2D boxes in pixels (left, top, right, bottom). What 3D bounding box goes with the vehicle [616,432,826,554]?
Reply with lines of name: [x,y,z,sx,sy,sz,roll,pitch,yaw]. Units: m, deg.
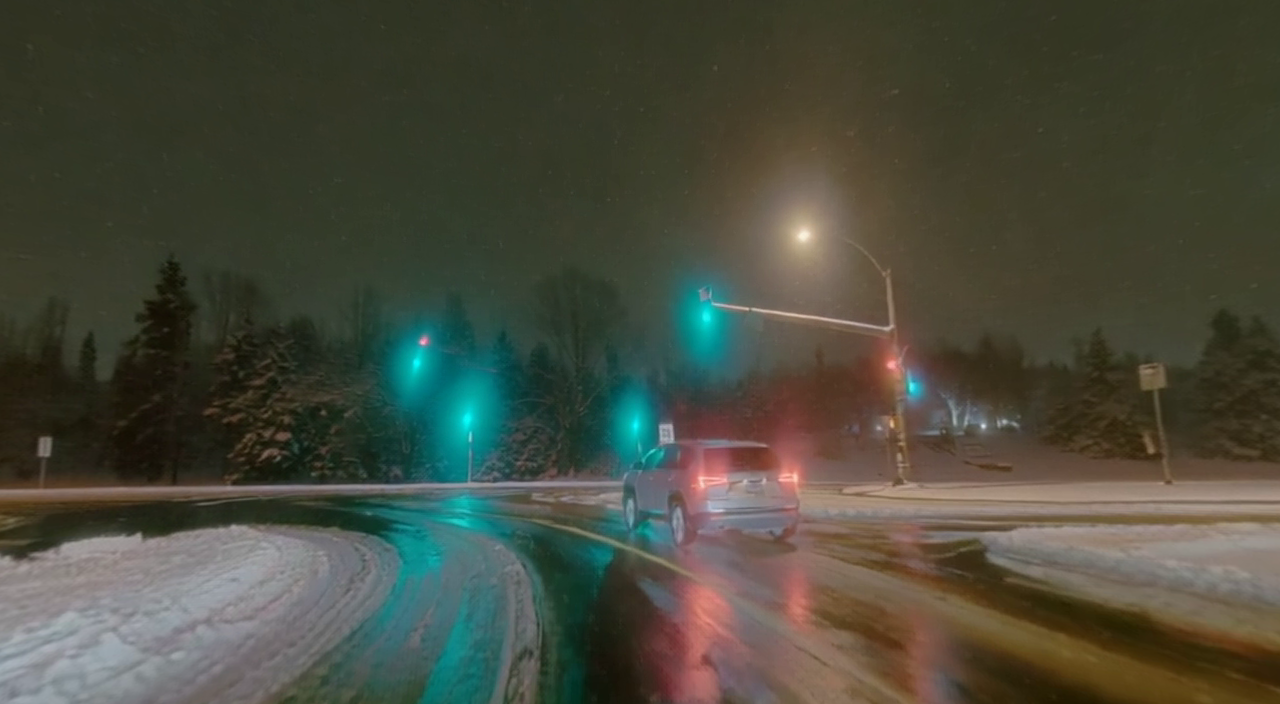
vehicle: [1.103,2.253,10.943,1.938,1.648,4.211,2,-9,-18]
